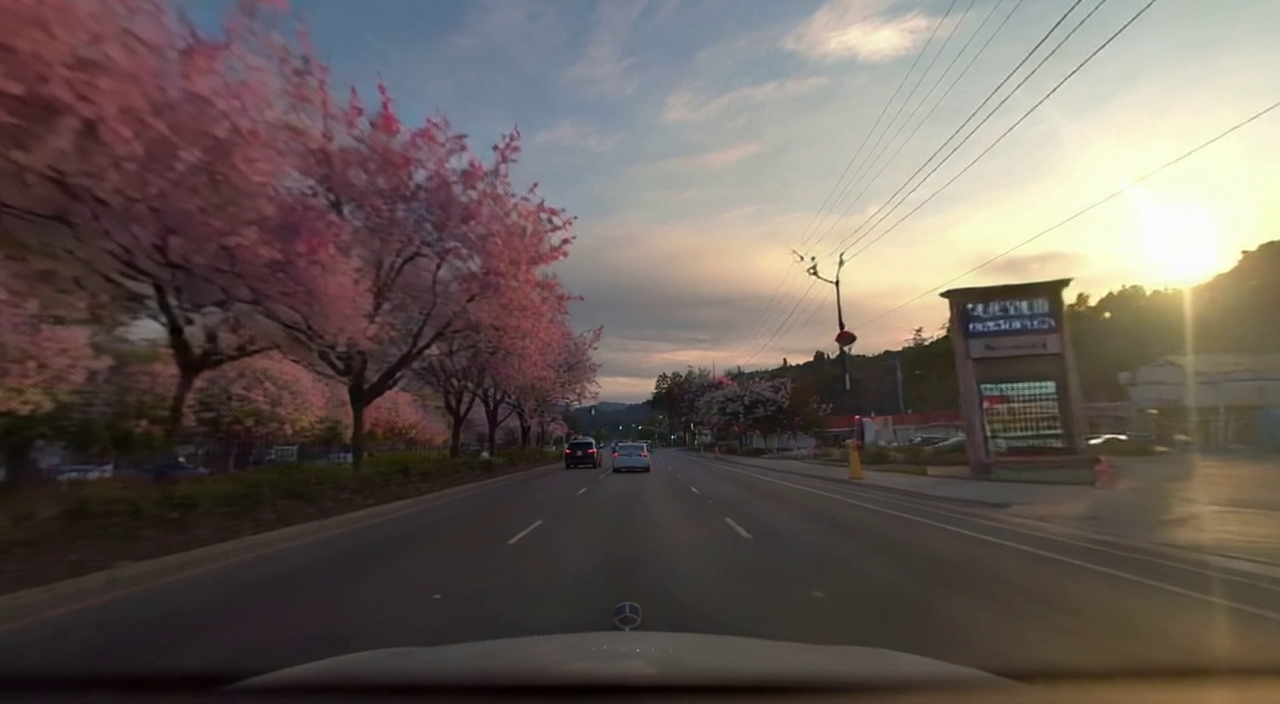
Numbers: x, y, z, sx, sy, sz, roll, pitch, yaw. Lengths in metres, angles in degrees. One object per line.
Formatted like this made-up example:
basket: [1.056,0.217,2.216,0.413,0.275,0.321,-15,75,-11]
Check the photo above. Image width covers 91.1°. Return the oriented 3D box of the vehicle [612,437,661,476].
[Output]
vehicle: [-0.080,4.934,29.999,2.149,1.701,4.379,0,-8,2]

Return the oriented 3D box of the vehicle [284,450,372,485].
vehicle: [-14.666,5.426,29.804,1.838,1.458,4.336,0,-8,1]

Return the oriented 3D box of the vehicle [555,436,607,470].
vehicle: [-3.371,5.874,36.908,2.453,1.844,4.751,0,-8,1]
